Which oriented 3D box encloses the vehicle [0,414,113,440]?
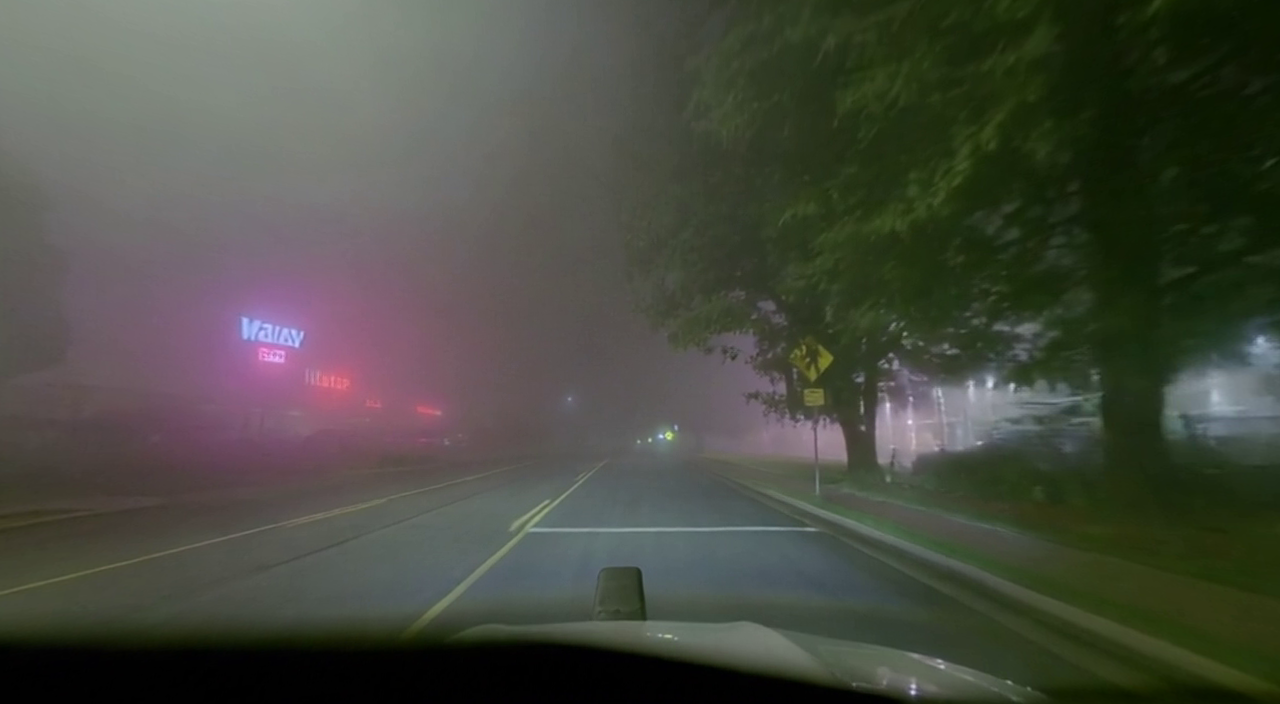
[{"bbox_3d":[-38.066,4.948,41.389,5.205,1.525,1.769,8,-11,-41],"label":"vehicle"}]
